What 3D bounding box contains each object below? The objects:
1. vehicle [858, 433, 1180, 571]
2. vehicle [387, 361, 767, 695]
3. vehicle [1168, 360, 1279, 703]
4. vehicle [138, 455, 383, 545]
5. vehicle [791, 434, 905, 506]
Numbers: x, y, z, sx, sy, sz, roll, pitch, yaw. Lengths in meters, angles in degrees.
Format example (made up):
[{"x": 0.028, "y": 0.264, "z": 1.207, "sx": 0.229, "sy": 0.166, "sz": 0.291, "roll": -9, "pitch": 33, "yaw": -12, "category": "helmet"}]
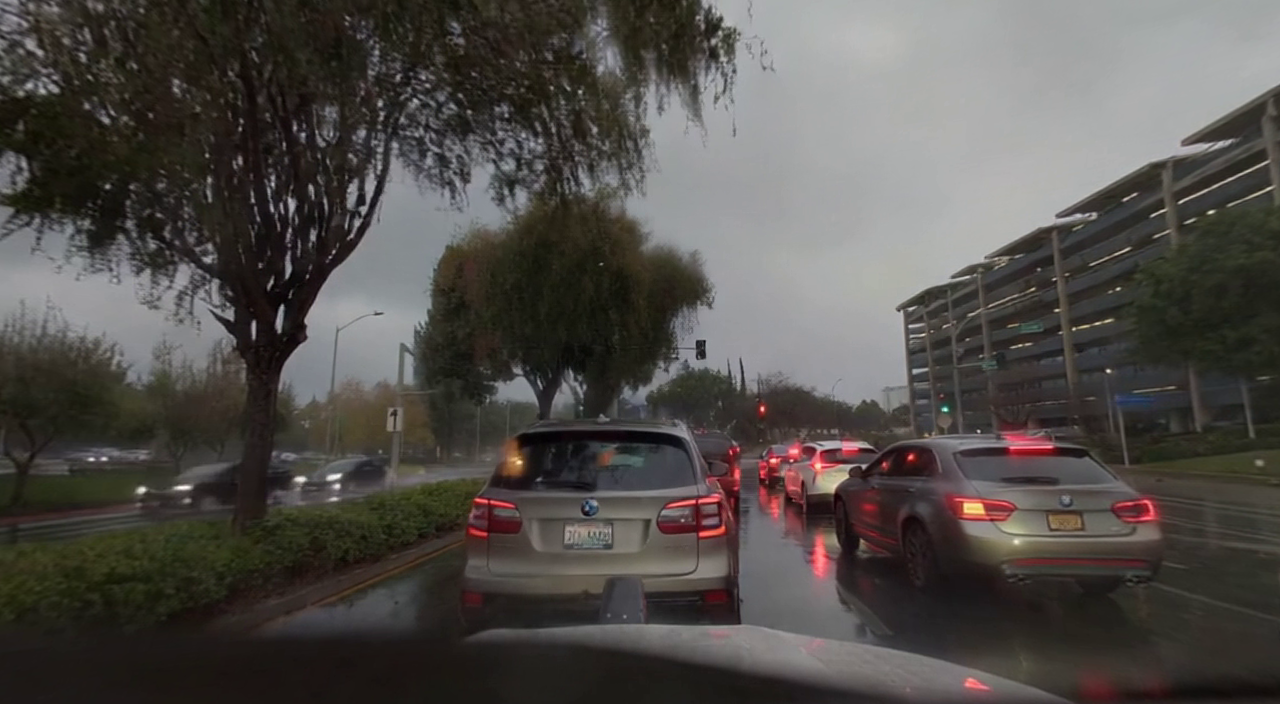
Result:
[{"x": 4.904, "y": 1.971, "z": 9.174, "sx": 1.963, "sy": 1.480, "sz": 4.553, "roll": 0, "pitch": -8, "yaw": 2, "category": "vehicle"}, {"x": -0.208, "y": 1.237, "z": 5.565, "sx": 2.021, "sy": 1.742, "sz": 4.295, "roll": -1, "pitch": -8, "yaw": 4, "category": "vehicle"}, {"x": 4.047, "y": 0.615, "z": 1.109, "sx": 1.993, "sy": 1.719, "sz": 4.953, "roll": 0, "pitch": -8, "yaw": 1, "category": "vehicle"}, {"x": -7.763, "y": 3.028, "z": 13.662, "sx": 2.163, "sy": 1.500, "sz": 4.753, "roll": -1, "pitch": -8, "yaw": 3, "category": "vehicle"}, {"x": 5.322, "y": 3.034, "z": 16.717, "sx": 1.994, "sy": 1.638, "sz": 4.100, "roll": -1, "pitch": -9, "yaw": 6, "category": "vehicle"}]
